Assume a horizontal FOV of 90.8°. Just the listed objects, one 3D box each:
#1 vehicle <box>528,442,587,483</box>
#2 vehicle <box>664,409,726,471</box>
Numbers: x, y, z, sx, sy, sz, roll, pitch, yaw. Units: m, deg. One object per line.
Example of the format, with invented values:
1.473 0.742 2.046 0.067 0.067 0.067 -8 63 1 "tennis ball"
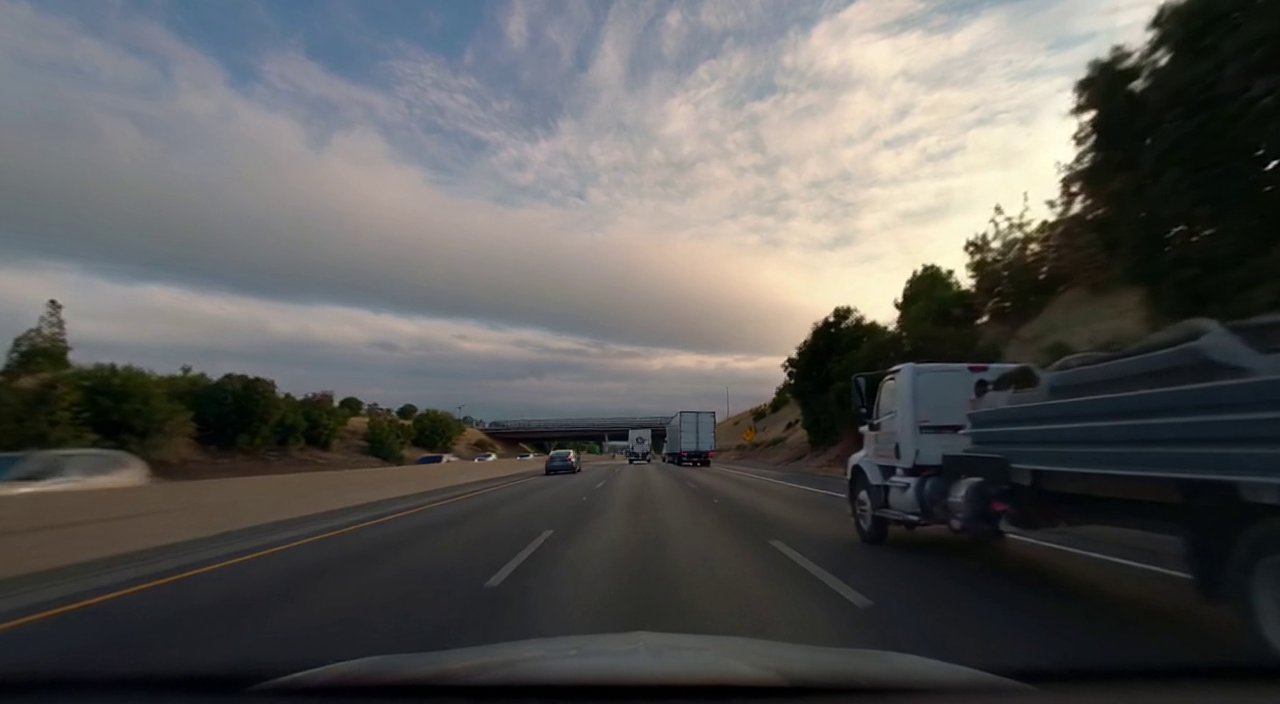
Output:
-3.531 4.821 27.687 2.007 1.647 3.854 0 -9 1 "vehicle"
3.908 7.009 49.414 3.131 4.037 16.729 0 -9 -1 "vehicle"
